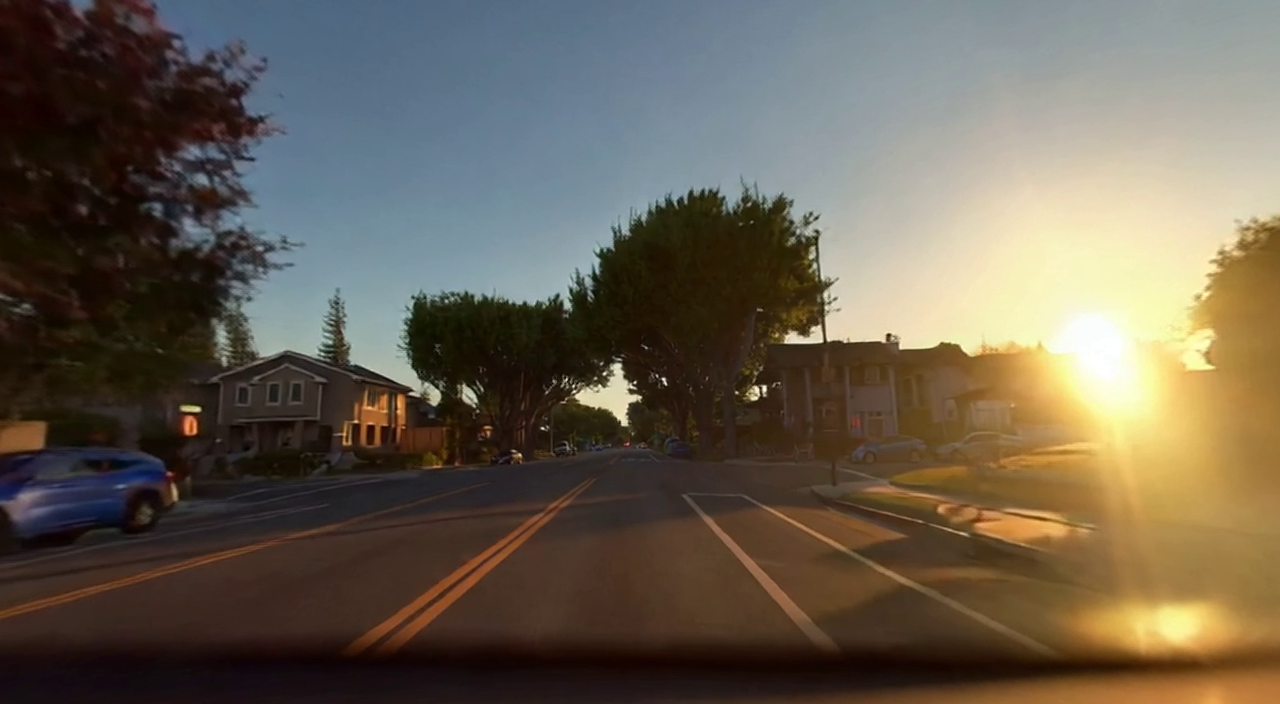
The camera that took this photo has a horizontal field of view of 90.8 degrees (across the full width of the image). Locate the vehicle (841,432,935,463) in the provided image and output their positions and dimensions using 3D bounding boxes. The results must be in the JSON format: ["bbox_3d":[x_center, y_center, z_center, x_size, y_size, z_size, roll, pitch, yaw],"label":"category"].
[{"bbox_3d":[14.312,5.538,36.650,4.635,1.706,1.954,0,-8,2],"label":"vehicle"}]

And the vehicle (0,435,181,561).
[{"bbox_3d":[-11.118,2.491,10.872,2.241,1.944,5.709,-4,-8,0],"label":"vehicle"}]

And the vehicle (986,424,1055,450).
[{"bbox_3d":[26.956,6.096,44.958,2.000,1.773,4.469,-1,-9,-1],"label":"vehicle"}]
